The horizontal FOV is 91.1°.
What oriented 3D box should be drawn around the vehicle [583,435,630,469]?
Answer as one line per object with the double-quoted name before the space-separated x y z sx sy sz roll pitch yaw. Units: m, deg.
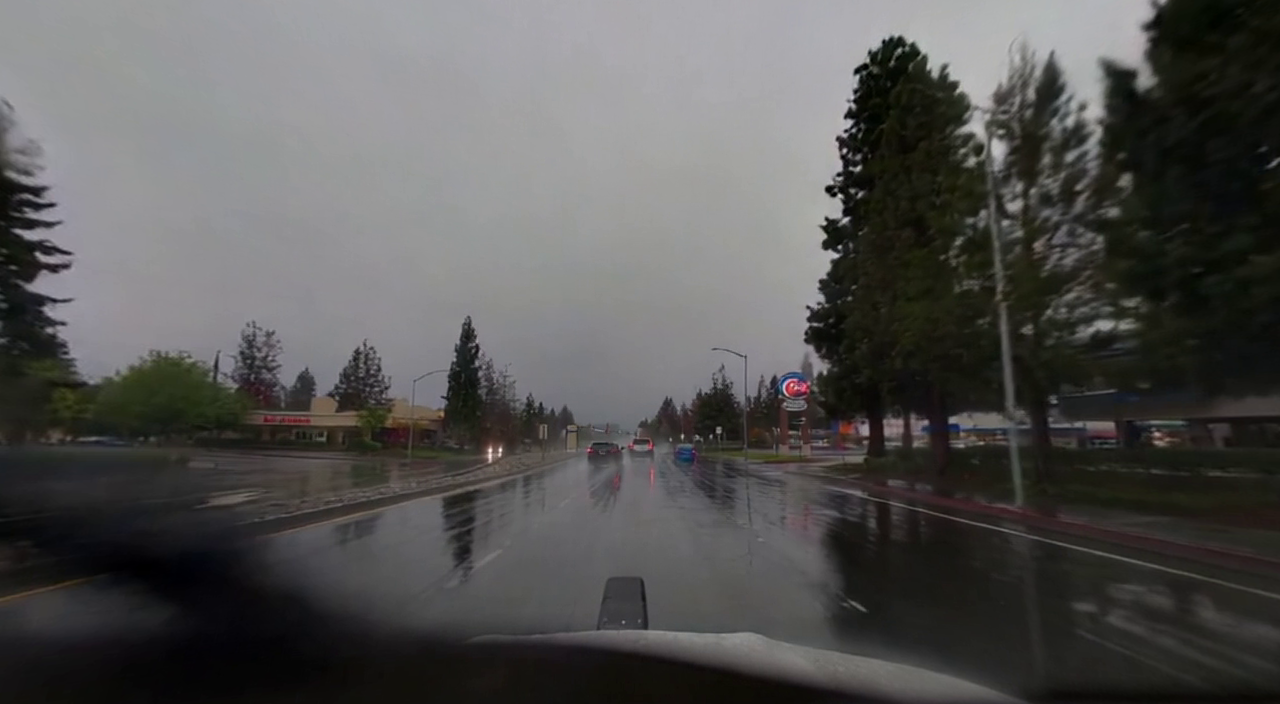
"vehicle" -1.906 5.950 37.473 2.222 1.899 5.006 0 -8 4
